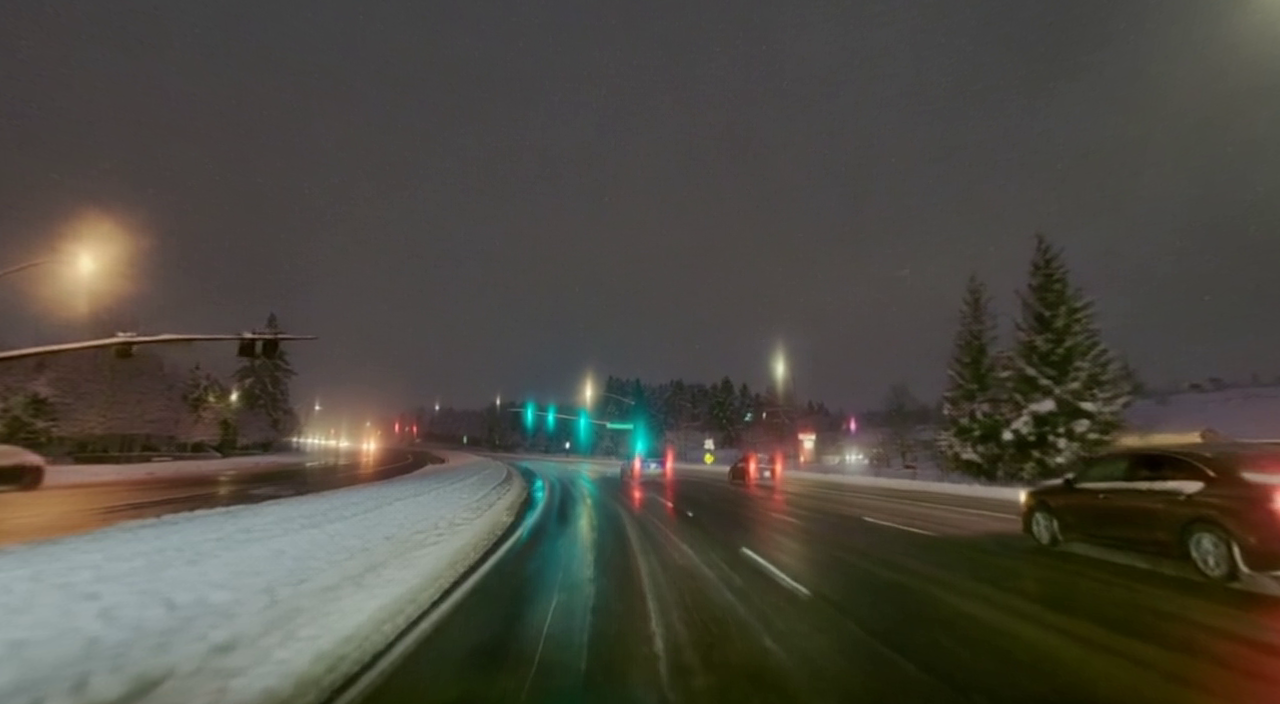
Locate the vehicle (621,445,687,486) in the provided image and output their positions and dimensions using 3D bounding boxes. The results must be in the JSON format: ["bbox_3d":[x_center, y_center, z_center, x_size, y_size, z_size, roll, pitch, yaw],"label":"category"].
[{"bbox_3d":[0.508,5.121,28.831,2.122,1.646,4.525,1,-9,-10],"label":"vehicle"}]

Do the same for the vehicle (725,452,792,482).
[{"bbox_3d":[6.315,6.168,34.139,1.940,1.460,4.652,1,-9,-11],"label":"vehicle"}]

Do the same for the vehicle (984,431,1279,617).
[{"bbox_3d":[6.005,1.653,6.859,1.882,1.476,4.344,0,-9,-3],"label":"vehicle"}]
